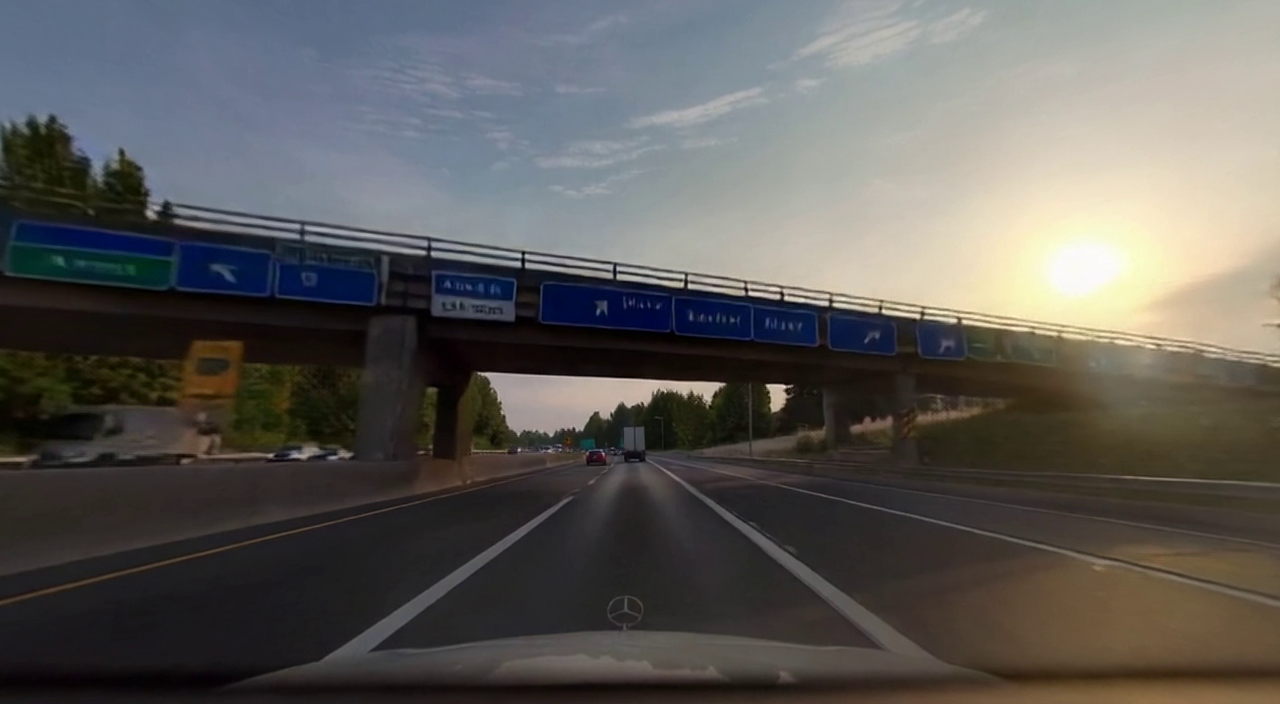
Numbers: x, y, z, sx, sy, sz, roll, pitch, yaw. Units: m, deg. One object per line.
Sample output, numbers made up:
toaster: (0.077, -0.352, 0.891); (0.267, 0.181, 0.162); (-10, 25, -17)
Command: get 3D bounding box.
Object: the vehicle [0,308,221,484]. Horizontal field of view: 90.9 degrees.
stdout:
vehicle: (-15.830, 0.932, 13.825); (2.913, 3.891, 14.844); (0, -9, 1)
